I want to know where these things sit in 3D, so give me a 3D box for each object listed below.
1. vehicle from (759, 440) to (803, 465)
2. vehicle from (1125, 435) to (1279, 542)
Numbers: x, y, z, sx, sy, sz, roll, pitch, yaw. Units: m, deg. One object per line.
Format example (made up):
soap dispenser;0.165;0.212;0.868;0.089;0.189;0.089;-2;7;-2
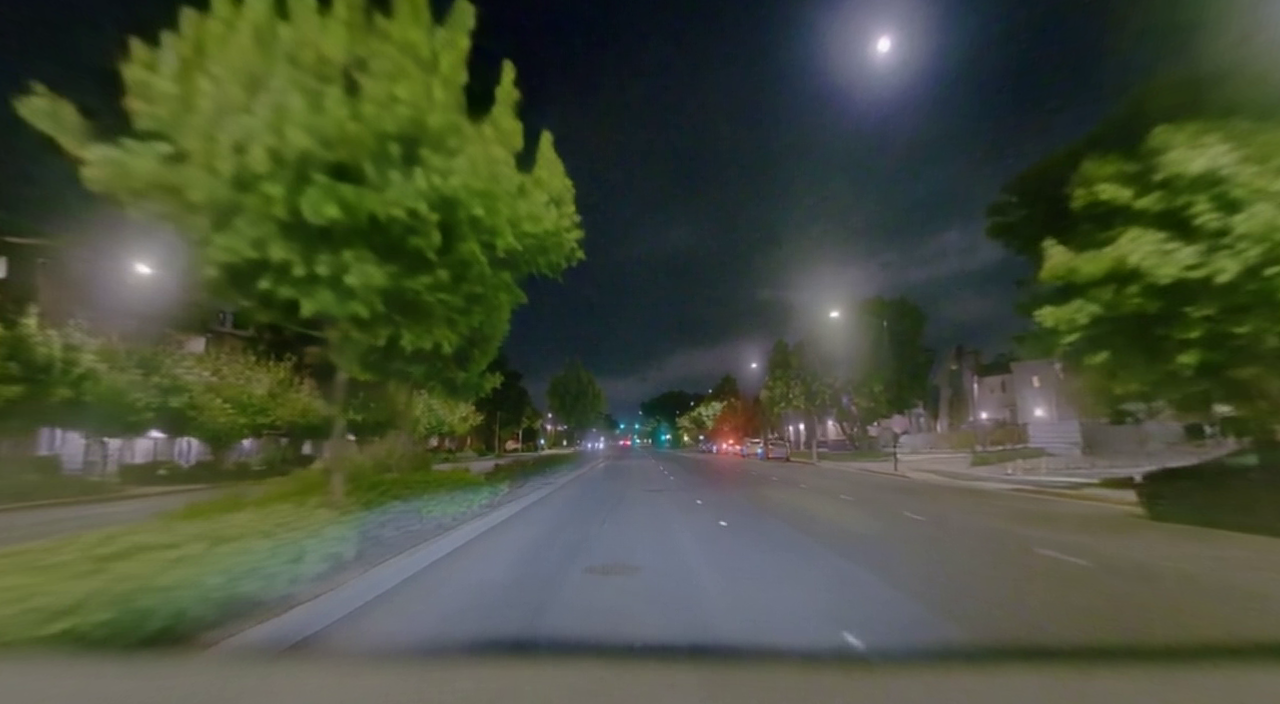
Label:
vehicle;9.896;7.087;44.814;1.984;1.672;4.262;0;-9;-2
vehicle;9.938;1.952;9.136;1.996;1.488;4.810;0;-9;0
